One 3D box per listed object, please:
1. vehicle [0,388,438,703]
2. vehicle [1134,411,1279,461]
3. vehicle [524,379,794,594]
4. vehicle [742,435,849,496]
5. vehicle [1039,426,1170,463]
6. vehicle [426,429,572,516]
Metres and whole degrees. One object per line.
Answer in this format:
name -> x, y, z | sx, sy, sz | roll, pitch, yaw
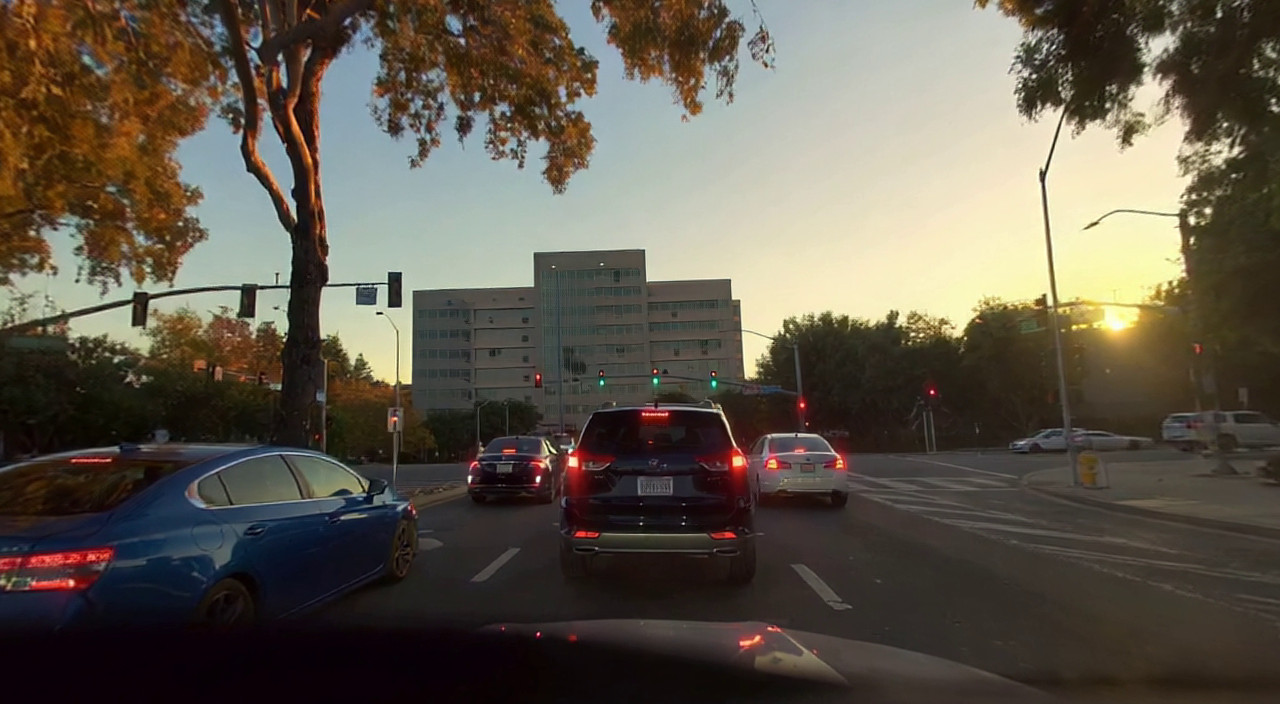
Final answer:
vehicle -> -3.220, 1.193, 4.401 | 1.958, 1.494, 4.624 | 0, -8, 2
vehicle -> 26.477, 3.639, 27.690 | 6.879, 1.984, 2.808 | -2, -7, 5
vehicle -> 0.214, 1.464, 7.652 | 2.300, 1.832, 4.331 | 0, -8, 2
vehicle -> 4.104, 3.057, 17.348 | 1.979, 1.453, 4.011 | 0, -8, 1
vehicle -> 20.714, 4.144, 28.326 | 4.026, 1.573, 2.271 | -1, -8, 8
vehicle -> -2.682, 2.393, 13.059 | 1.851, 1.502, 4.042 | 0, -8, 4
